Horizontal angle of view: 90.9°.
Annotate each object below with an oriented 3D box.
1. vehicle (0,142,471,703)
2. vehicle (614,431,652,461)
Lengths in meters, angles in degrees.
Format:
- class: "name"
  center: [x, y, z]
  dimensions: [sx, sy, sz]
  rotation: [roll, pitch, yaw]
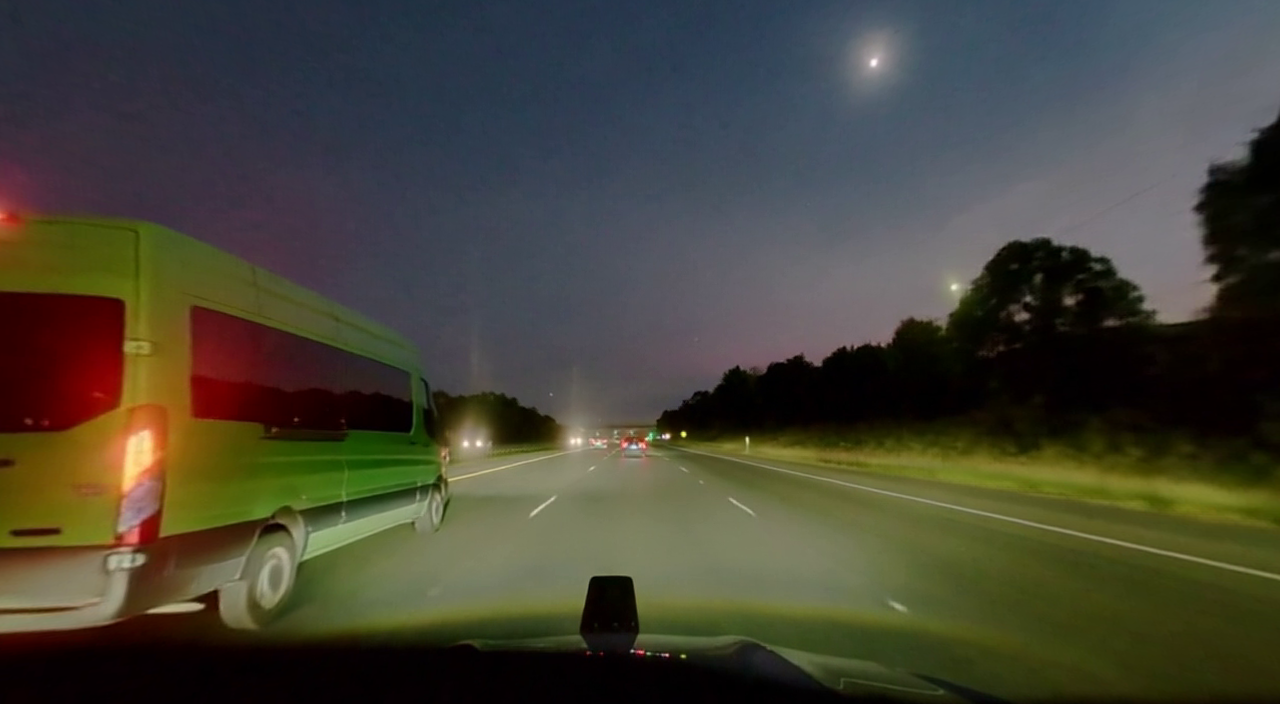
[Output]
- class: "vehicle"
  center: [-3.427, 0.745, 5.457]
  dimensions: [2.424, 2.577, 5.828]
  rotation: [0, -8, -2]
- class: "vehicle"
  center: [-0.425, 5.569, 37.534]
  dimensions: [2.104, 1.646, 4.176]
  rotation: [0, -8, -1]
